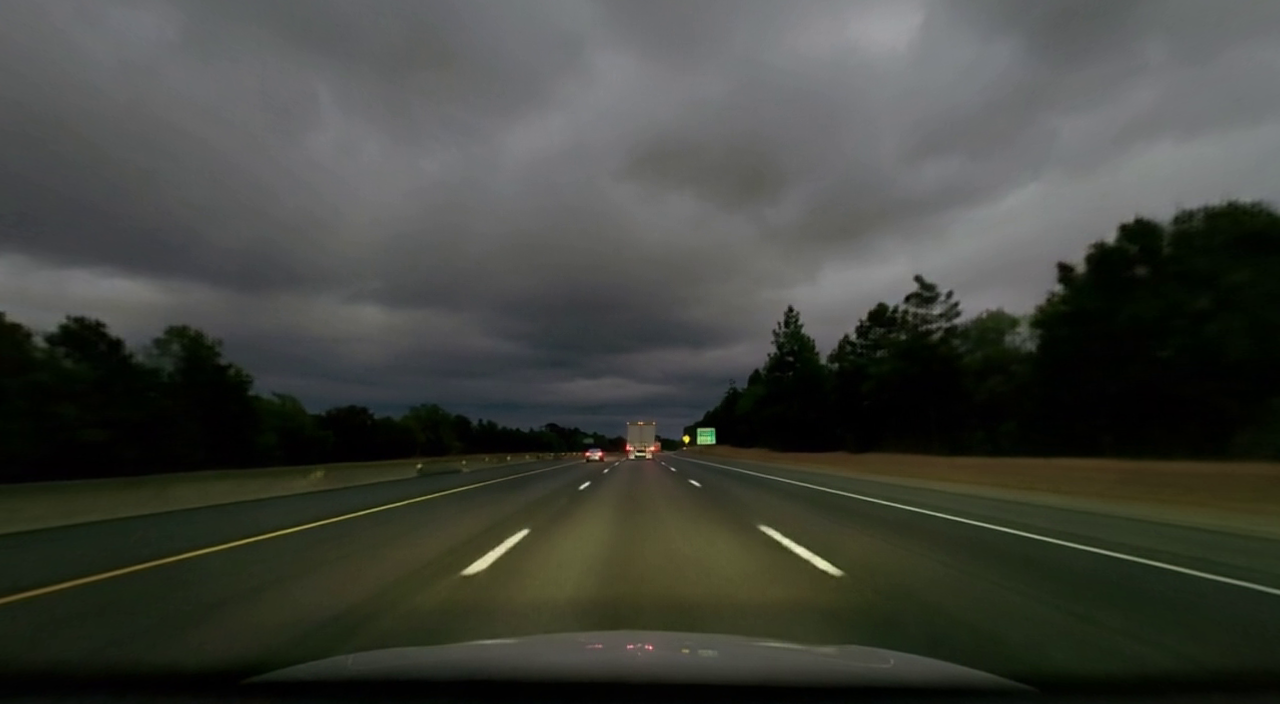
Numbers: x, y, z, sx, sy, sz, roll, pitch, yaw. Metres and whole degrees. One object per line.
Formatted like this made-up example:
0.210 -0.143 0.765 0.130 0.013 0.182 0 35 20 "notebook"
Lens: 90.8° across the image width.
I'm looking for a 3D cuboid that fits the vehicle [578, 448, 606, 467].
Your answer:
-3.666 8.169 49.035 1.955 1.438 4.100 0 -9 -1 "vehicle"
